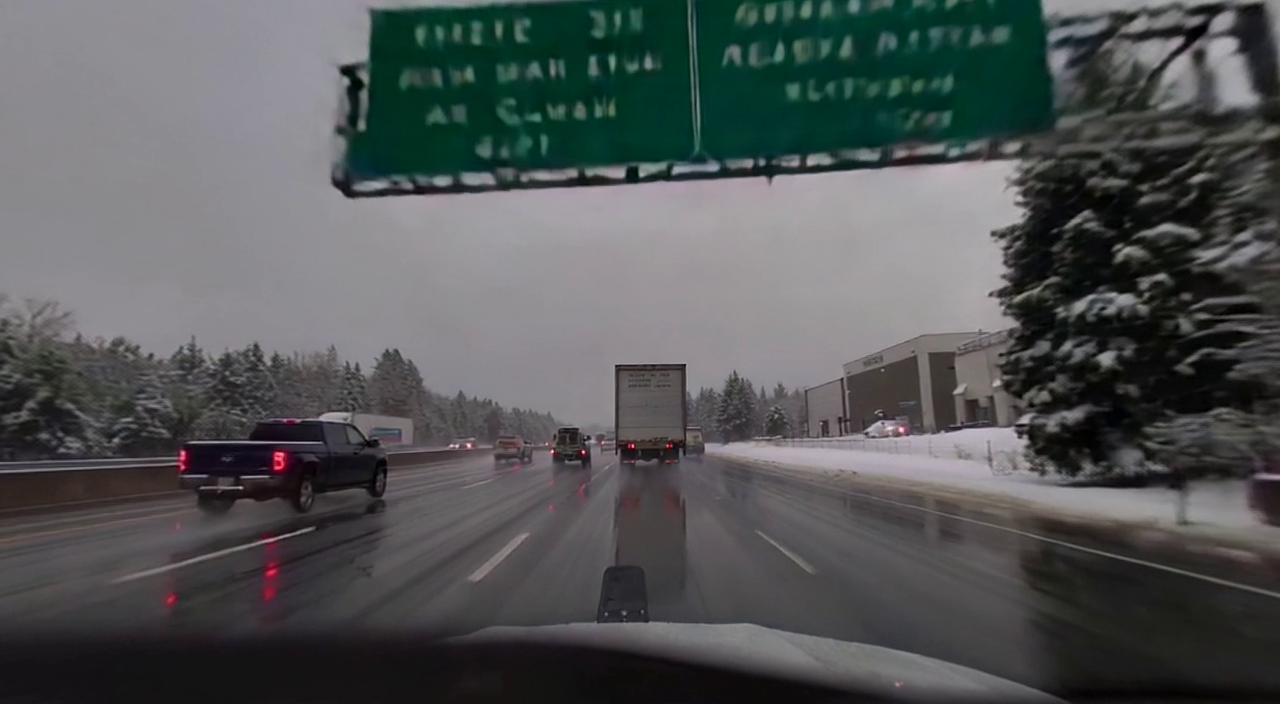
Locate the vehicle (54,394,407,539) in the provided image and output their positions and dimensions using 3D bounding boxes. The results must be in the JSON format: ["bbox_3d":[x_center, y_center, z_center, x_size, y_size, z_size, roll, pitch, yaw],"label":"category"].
[{"bbox_3d":[-6.745,2.019,11.701,2.479,1.978,5.952,0,-9,1],"label":"vehicle"}]

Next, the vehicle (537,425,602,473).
[{"bbox_3d":[-3.233,4.682,30.559,2.379,2.075,6.169,0,-9,1],"label":"vehicle"}]

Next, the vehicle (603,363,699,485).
[{"bbox_3d":[0.298,2.953,24.479,2.941,3.794,9.851,0,-9,0],"label":"vehicle"}]
